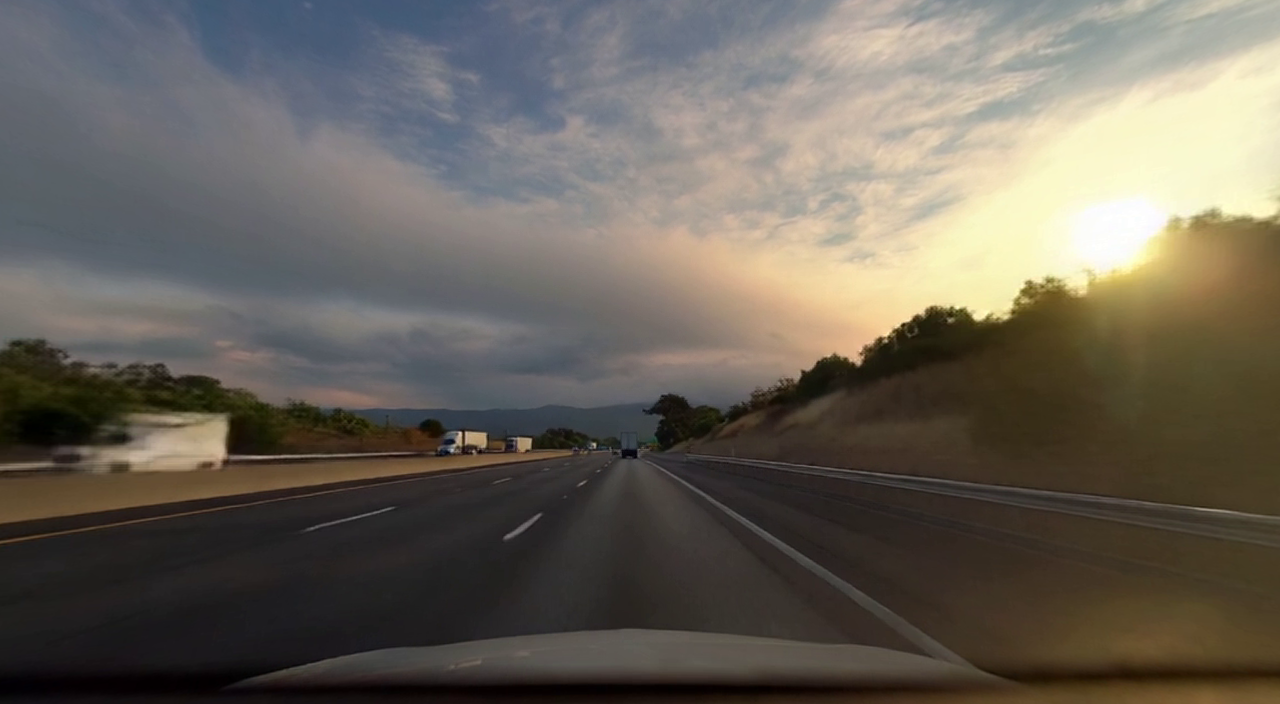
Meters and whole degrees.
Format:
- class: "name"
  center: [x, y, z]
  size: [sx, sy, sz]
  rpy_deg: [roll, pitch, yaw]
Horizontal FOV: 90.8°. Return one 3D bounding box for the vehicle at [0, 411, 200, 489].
- class: "vehicle"
  center: [-16.354, 2.966, 19.127]
  size: [2.309, 2.024, 5.176]
  rpy_deg: [0, -9, -1]
